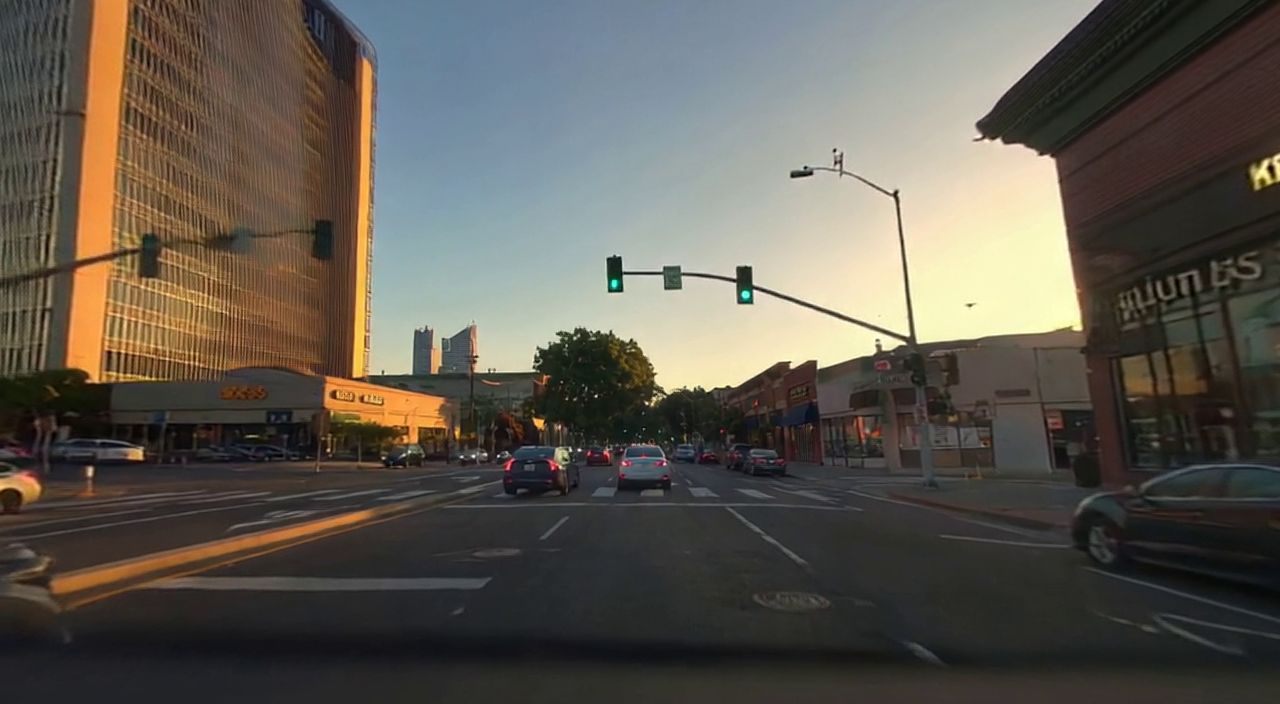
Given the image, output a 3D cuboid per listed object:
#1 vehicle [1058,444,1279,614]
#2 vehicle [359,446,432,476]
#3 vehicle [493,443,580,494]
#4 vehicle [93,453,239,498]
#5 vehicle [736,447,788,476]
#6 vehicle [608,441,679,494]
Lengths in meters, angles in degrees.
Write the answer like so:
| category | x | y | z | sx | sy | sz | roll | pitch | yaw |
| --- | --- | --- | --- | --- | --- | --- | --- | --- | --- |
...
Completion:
| category | x | y | z | sx | sy | sz | roll | pitch | yaw |
| --- | --- | --- | --- | --- | --- | --- | --- | --- | --- |
| vehicle | 6.470 | 1.597 | 5.911 | 1.899 | 1.453 | 4.610 | 0 | -8 | 0 |
| vehicle | -14.893 | 6.630 | 38.715 | 2.161 | 1.704 | 4.554 | -1 | -9 | 8 |
| vehicle | -3.236 | 3.722 | 20.553 | 1.950 | 1.450 | 4.257 | -1 | -8 | 2 |
| vehicle | -18.023 | 4.621 | 23.953 | 5.163 | 1.510 | 2.174 | -4 | -9 | 26 |
| vehicle | 6.688 | 6.040 | 34.992 | 1.944 | 1.462 | 4.406 | 0 | -8 | 0 |
| vehicle | 0.115 | 3.638 | 20.243 | 2.037 | 1.484 | 4.073 | 0 | -8 | 1 |
